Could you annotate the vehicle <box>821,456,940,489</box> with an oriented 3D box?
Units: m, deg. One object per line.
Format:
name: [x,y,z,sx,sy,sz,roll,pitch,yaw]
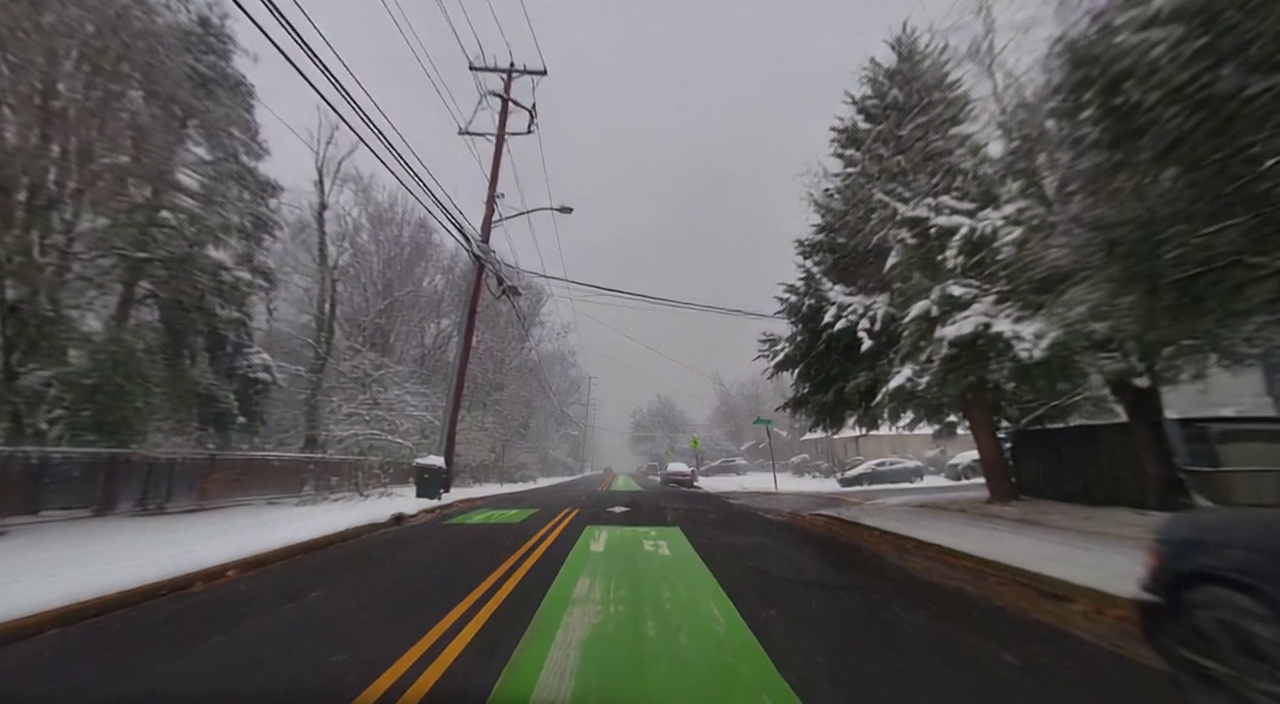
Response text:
vehicle: [11.375,5.746,30.108,4.809,1.494,1.940,1,-12,-4]

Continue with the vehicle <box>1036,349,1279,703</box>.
vehicle: [3.437,0.721,1.334,2.097,1.742,4.789,0,-9,0]

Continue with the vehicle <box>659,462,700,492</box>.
vehicle: [2.310,7.503,38.298,1.989,1.545,5.423,1,-9,-2]
